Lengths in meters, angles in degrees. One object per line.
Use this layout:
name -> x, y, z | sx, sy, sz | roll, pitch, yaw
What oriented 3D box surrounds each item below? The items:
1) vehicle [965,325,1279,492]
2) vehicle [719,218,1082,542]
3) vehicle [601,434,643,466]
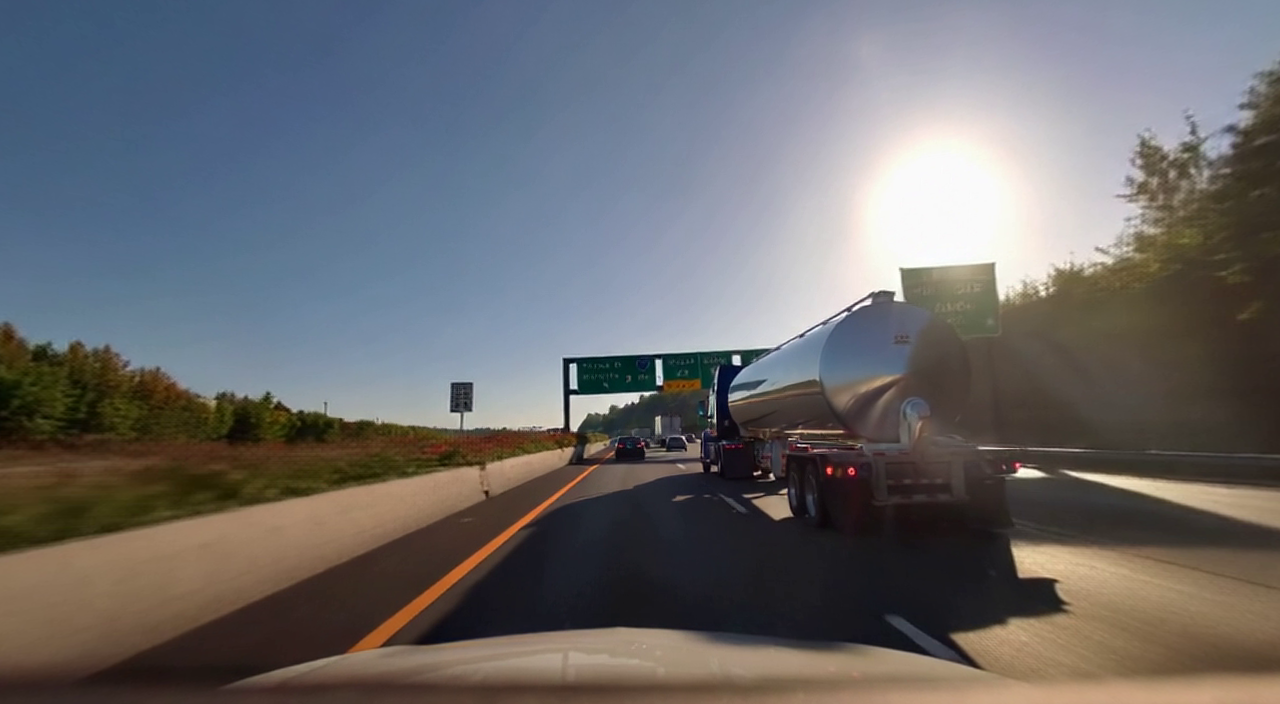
vehicle -> 15.259, 2.051, 20.699 | 2.878, 4.124, 10.050 | 1, -8, -6
vehicle -> 3.640, 0.899, 12.176 | 2.826, 3.905, 9.262 | 0, -8, -1
vehicle -> -0.867, 4.902, 31.773 | 2.000, 1.510, 3.518 | 0, -8, -1
